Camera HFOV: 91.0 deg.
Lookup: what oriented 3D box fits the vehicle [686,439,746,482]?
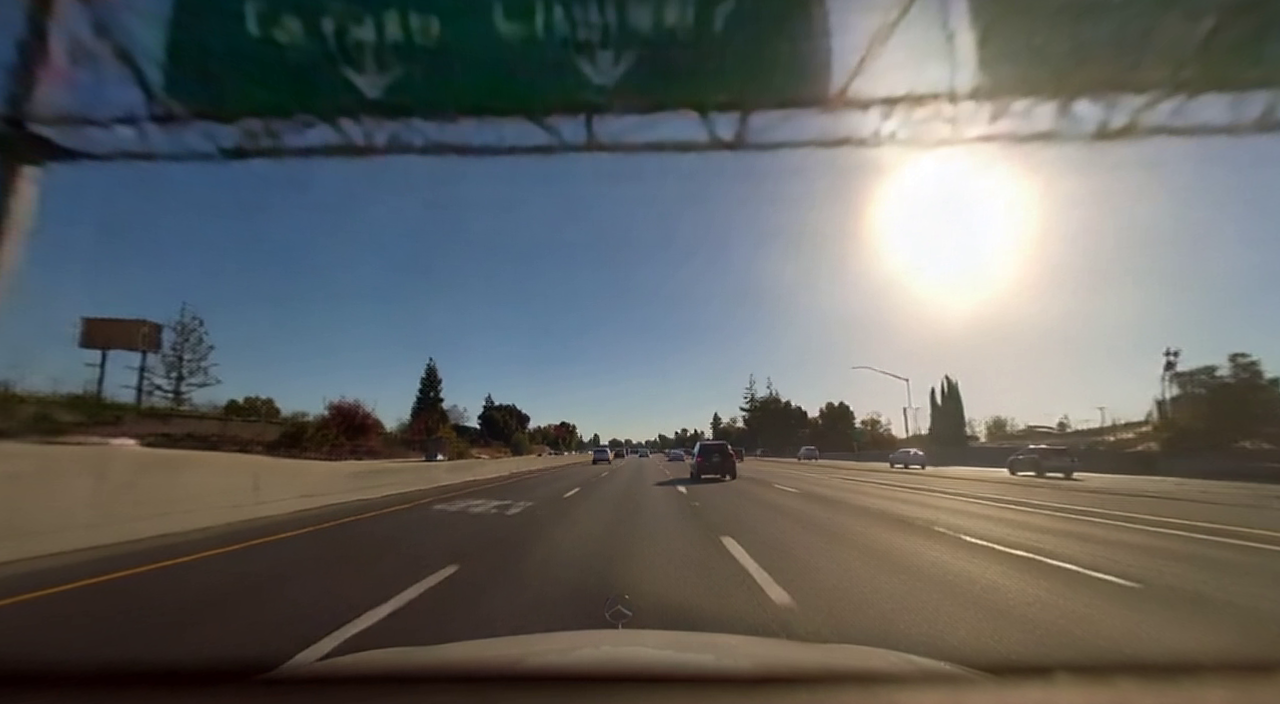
[{"bbox_3d":[3.335,4.864,28.540,2.147,1.794,4.538,0,-9,0],"label":"vehicle"}]

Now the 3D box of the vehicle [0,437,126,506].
[{"bbox_3d":[-18.106,3.384,18.118,2.066,1.824,5.243,0,-9,2],"label":"vehicle"}]

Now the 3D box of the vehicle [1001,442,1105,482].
[{"bbox_3d":[20.285,5.401,31.249,2.116,1.754,4.727,0,-9,3],"label":"vehicle"}]
